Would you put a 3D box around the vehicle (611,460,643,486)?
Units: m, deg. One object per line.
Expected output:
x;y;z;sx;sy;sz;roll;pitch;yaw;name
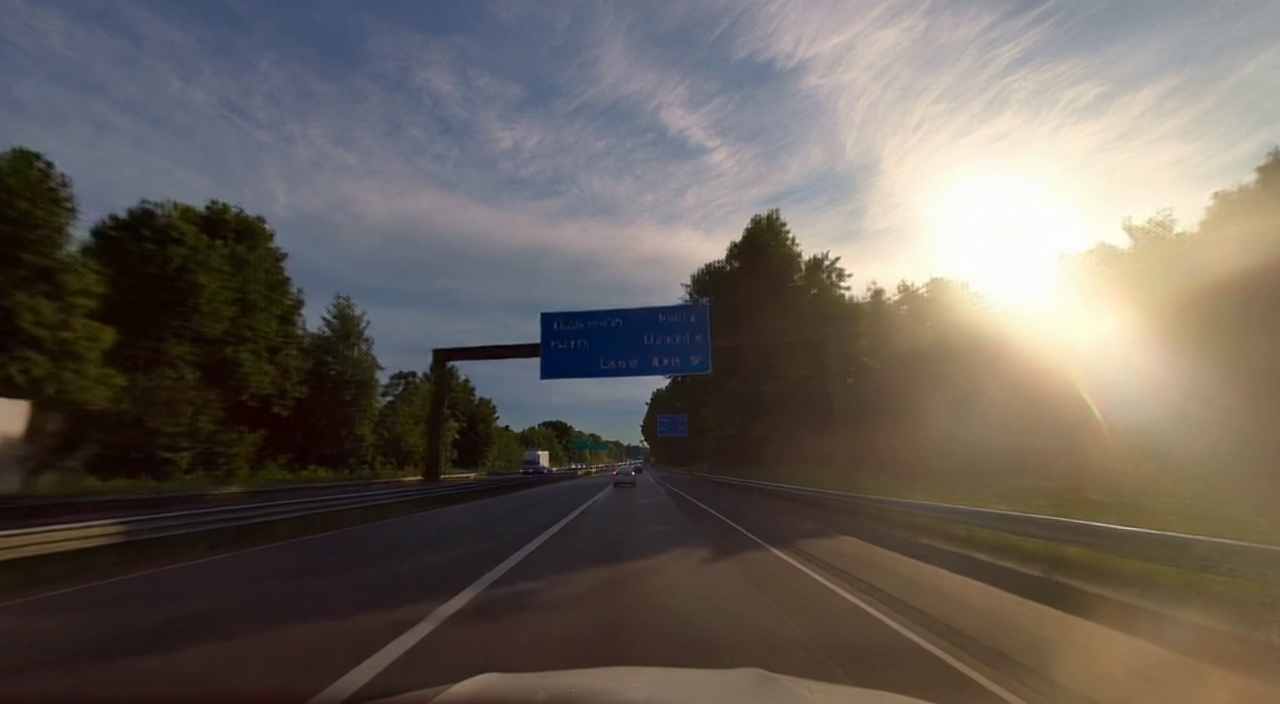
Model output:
-0.861;8.399;43.794;2.104;1.655;4.039;1;-10;0;vehicle
